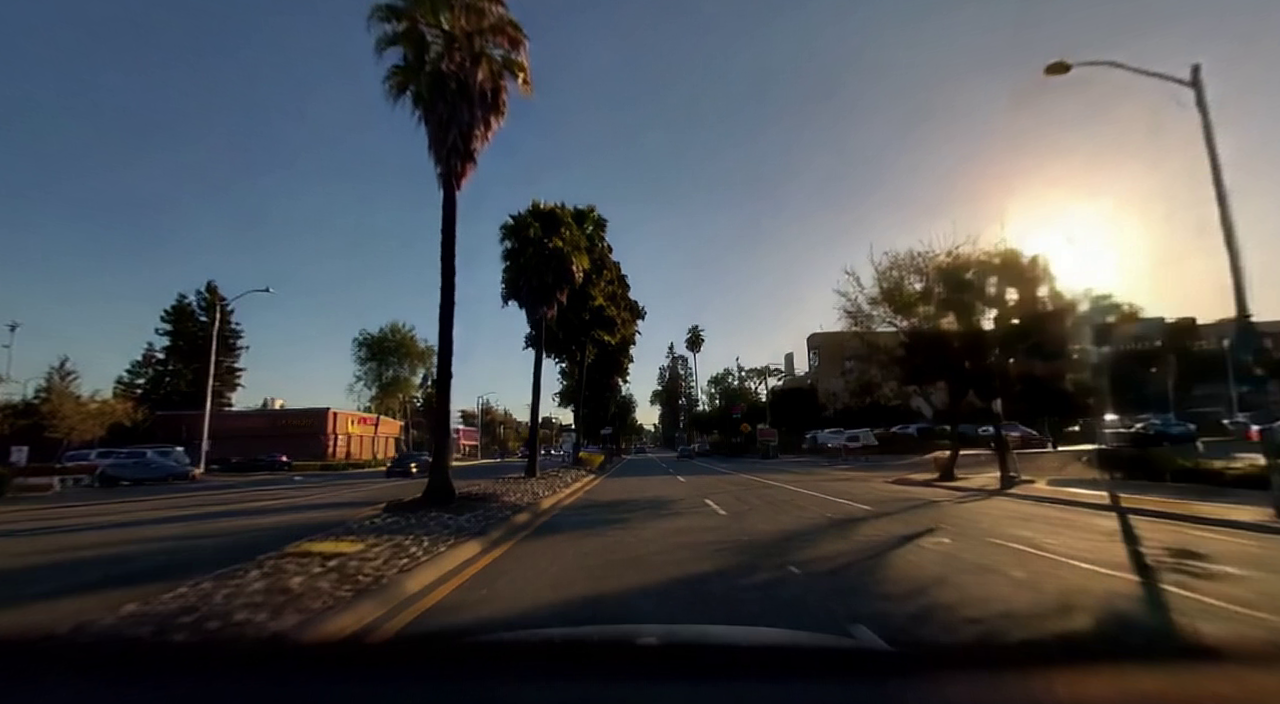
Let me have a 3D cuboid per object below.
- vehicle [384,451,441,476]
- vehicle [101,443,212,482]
[{"bbox_3d":[-16.511,8.101,46.099,2.167,1.622,5.184,0,-8,0],"label":"vehicle"},{"bbox_3d":[-32.417,7.559,42.617,2.415,2.234,6.082,-2,-12,2],"label":"vehicle"}]
